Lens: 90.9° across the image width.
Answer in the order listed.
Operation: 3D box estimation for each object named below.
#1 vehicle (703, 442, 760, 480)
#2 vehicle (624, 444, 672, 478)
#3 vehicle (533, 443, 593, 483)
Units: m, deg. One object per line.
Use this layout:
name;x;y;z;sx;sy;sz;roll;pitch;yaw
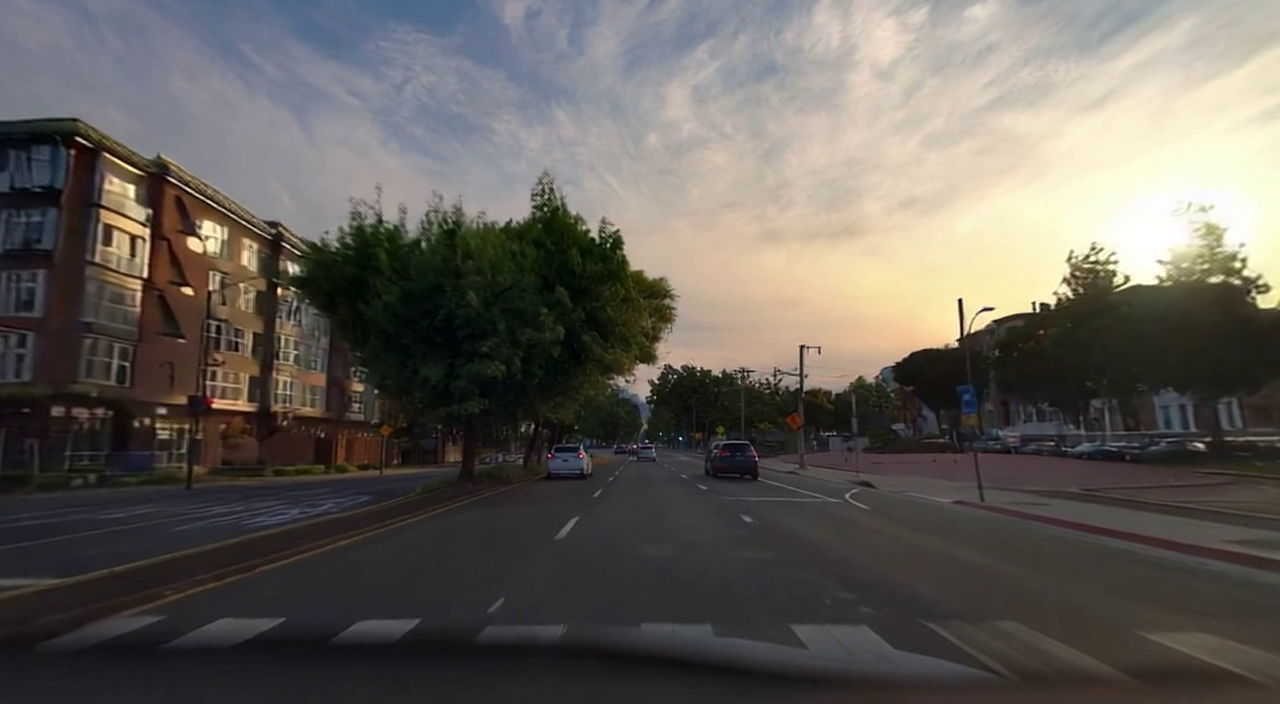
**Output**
vehicle;4.154;5.019;29.342;1.987;1.637;3.896;0;-9;-1
vehicle;0.323;5.097;29.686;2.103;1.468;4.094;0;-9;-1
vehicle;-3.037;4.468;25.660;1.860;1.510;4.073;0;-9;1
